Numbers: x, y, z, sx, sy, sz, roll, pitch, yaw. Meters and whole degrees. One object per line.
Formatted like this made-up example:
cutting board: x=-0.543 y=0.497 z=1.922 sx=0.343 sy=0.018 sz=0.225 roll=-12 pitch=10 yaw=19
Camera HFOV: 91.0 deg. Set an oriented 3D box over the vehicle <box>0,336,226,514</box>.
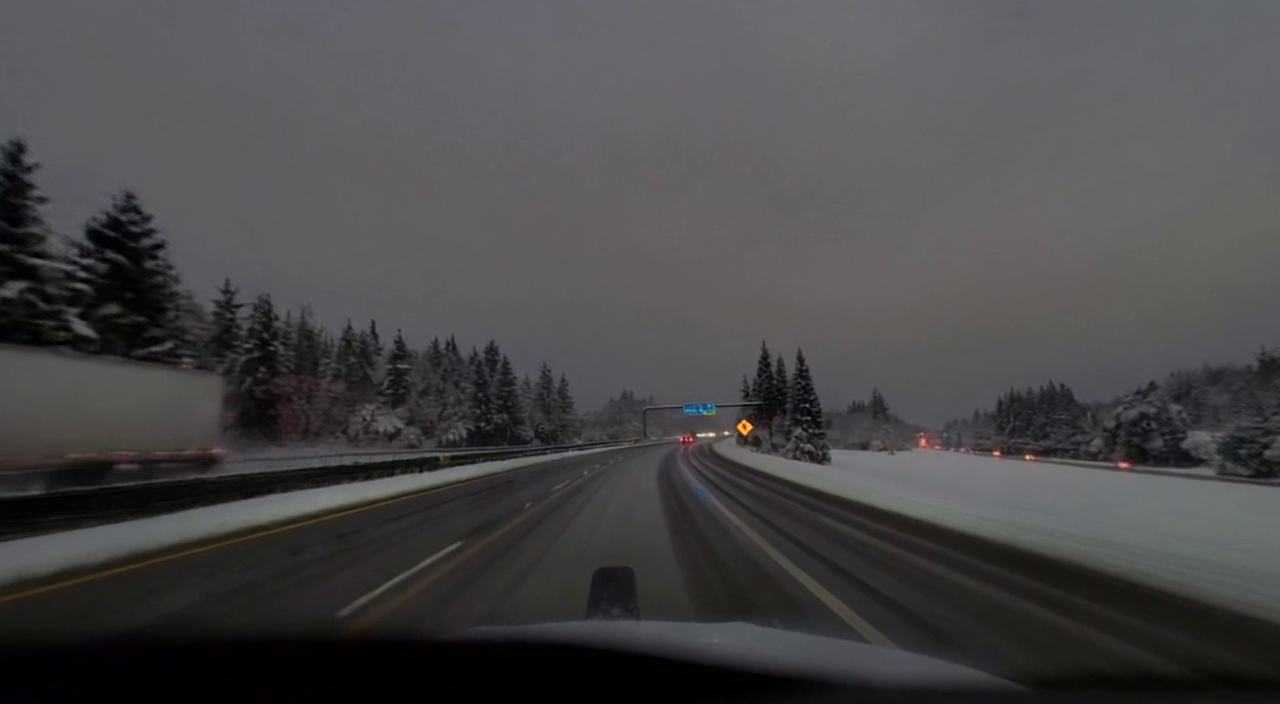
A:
vehicle: x=-16.314 y=2.092 z=17.309 sx=3.214 sy=4.045 sz=9.668 roll=-1 pitch=-8 yaw=0
